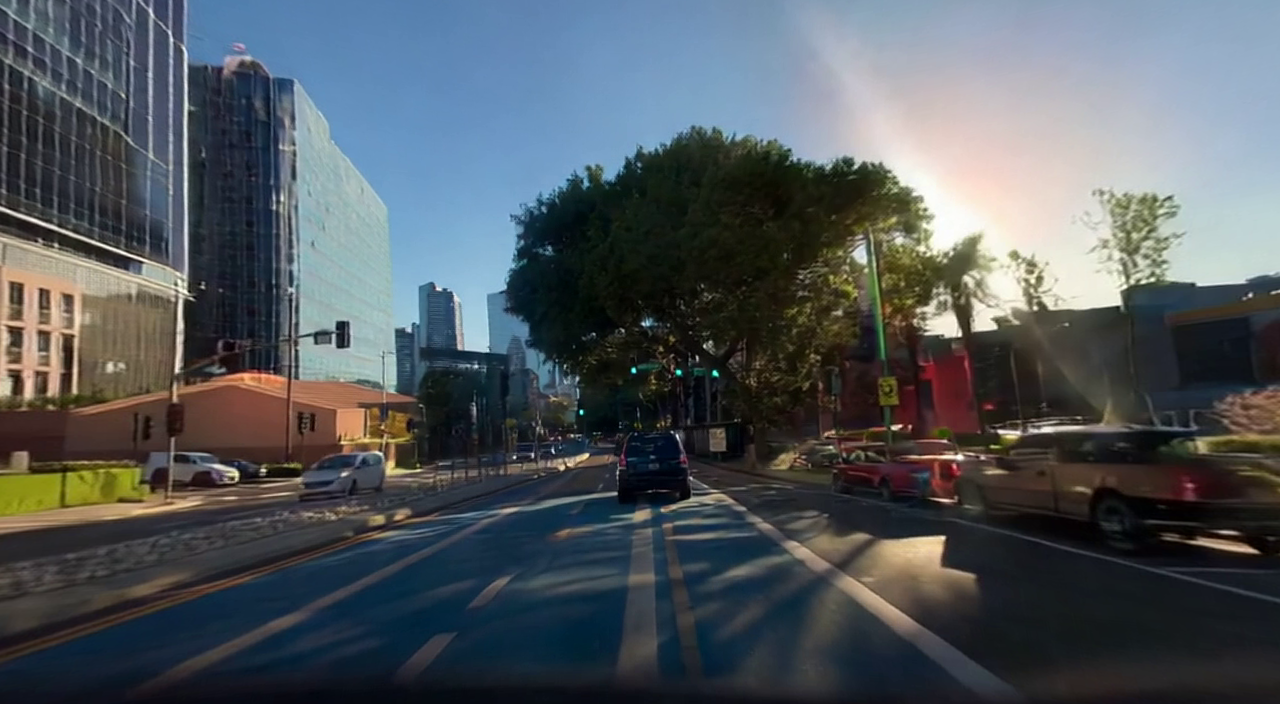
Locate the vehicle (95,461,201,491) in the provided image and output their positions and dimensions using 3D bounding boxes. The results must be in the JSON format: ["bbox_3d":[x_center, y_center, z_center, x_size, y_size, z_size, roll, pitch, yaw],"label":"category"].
[{"bbox_3d":[-27.845,7.009,35.789,4.478,1.578,1.890,-1,-9,2],"label":"vehicle"}]

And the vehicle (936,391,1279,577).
[{"bbox_3d":[6.516,1.686,8.834,2.205,1.823,5.078,0,-9,0],"label":"vehicle"}]

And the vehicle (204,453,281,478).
[{"bbox_3d":[-27.258,7.796,43.458,1.857,1.535,4.900,-1,-9,4],"label":"vehicle"}]

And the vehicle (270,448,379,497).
[{"bbox_3d":[-12.888,4.902,26.188,1.975,1.820,4.838,0,-9,1],"label":"vehicle"}]

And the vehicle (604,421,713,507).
[{"bbox_3d":[0.395,2.664,15.390,2.283,1.773,4.255,0,-9,0],"label":"vehicle"}]

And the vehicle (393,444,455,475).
[{"bbox_3d":[-13.146,6.566,38.736,2.025,1.785,4.845,0,-9,1],"label":"vehicle"}]
